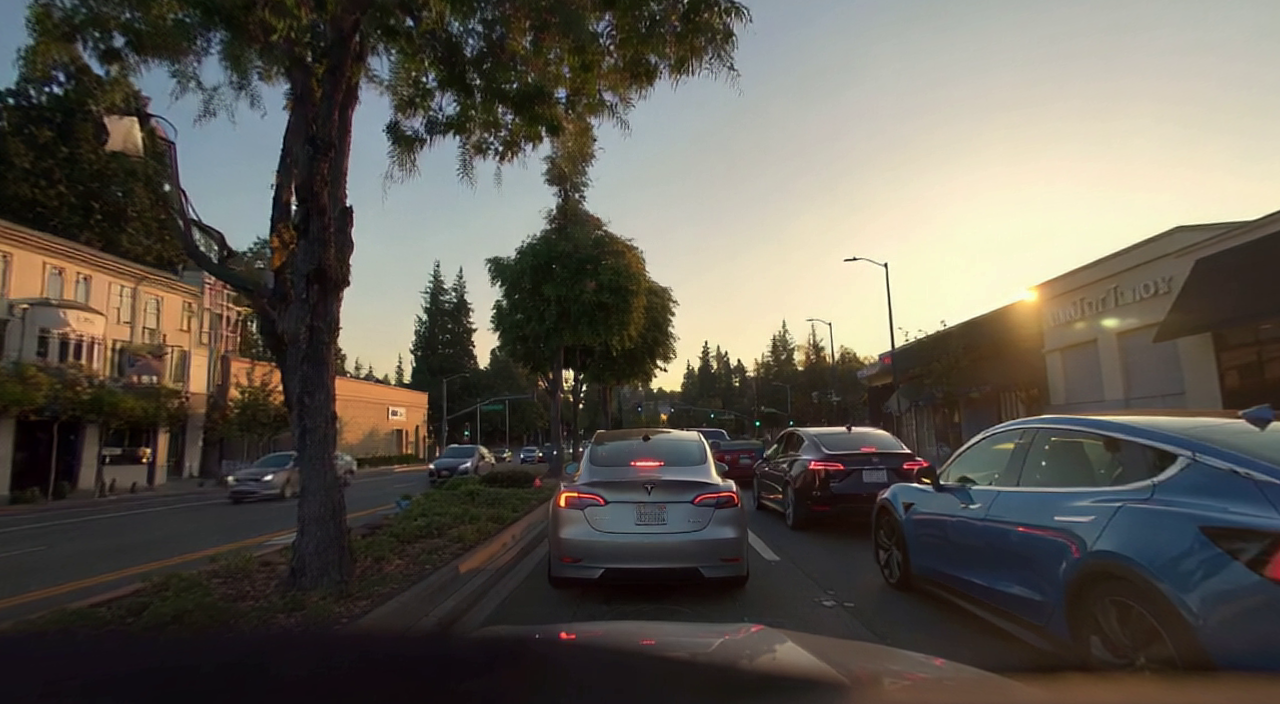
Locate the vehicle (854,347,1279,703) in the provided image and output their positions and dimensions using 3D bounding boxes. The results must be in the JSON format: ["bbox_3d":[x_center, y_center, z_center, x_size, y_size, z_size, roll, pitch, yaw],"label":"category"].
[{"bbox_3d":[3.192,1.099,4.065,2.038,1.651,4.455,0,-8,0],"label":"vehicle"}]

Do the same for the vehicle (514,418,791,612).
[{"bbox_3d":[0.105,1.559,6.930,2.137,1.488,3.938,0,-8,0],"label":"vehicle"}]

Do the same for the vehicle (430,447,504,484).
[{"bbox_3d":[-7.558,4.985,27.983,1.979,1.490,4.225,0,-8,1],"label":"vehicle"}]

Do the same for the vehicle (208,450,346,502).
[{"bbox_3d":[-11.776,4.010,20.878,1.892,1.479,4.355,0,-8,1],"label":"vehicle"}]
